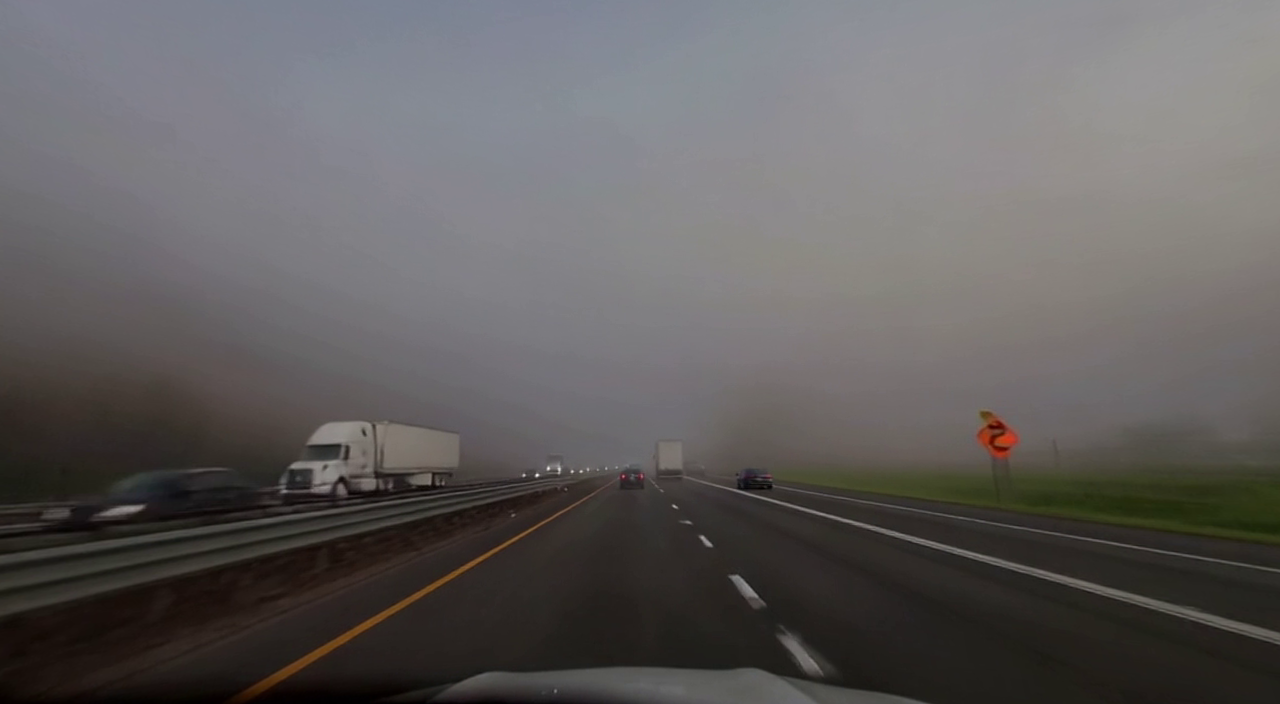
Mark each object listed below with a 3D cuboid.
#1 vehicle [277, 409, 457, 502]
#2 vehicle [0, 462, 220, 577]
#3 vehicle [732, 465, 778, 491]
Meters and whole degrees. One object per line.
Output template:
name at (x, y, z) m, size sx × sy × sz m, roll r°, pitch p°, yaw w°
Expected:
vehicle at (-14.111, 5.952, 35.379) m, size 2.881 × 3.936 × 16.436 m, roll 1°, pitch -10°, yaw 0°
vehicle at (-9.545, 2.619, 10.513) m, size 1.931 × 1.502 × 4.561 m, roll 1°, pitch -10°, yaw -1°
vehicle at (7.071, 7.820, 39.217) m, size 1.977 × 1.494 × 4.311 m, roll 1°, pitch -10°, yaw -1°
